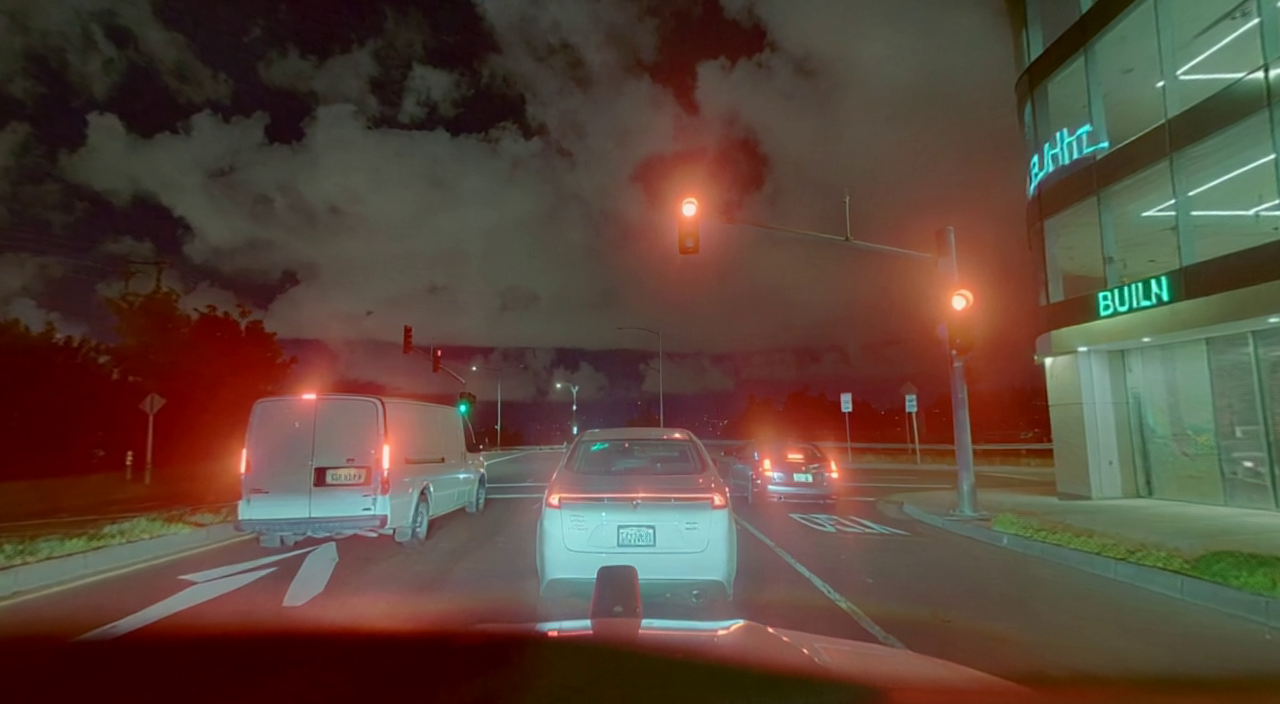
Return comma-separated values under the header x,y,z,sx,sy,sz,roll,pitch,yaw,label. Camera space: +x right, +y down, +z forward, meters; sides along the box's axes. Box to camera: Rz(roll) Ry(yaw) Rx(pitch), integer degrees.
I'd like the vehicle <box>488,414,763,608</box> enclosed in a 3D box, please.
x,y,z,sx,sy,sz,roll,pitch,yaw,label
-0.112,1.465,6.768,2.064,1.452,3.942,0,-8,0,vehicle

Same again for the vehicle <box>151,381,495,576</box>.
x,y,z,sx,sy,sz,roll,pitch,yaw,label
-3.576,1.526,8.536,2.076,1.820,5.100,0,-8,-1,vehicle
